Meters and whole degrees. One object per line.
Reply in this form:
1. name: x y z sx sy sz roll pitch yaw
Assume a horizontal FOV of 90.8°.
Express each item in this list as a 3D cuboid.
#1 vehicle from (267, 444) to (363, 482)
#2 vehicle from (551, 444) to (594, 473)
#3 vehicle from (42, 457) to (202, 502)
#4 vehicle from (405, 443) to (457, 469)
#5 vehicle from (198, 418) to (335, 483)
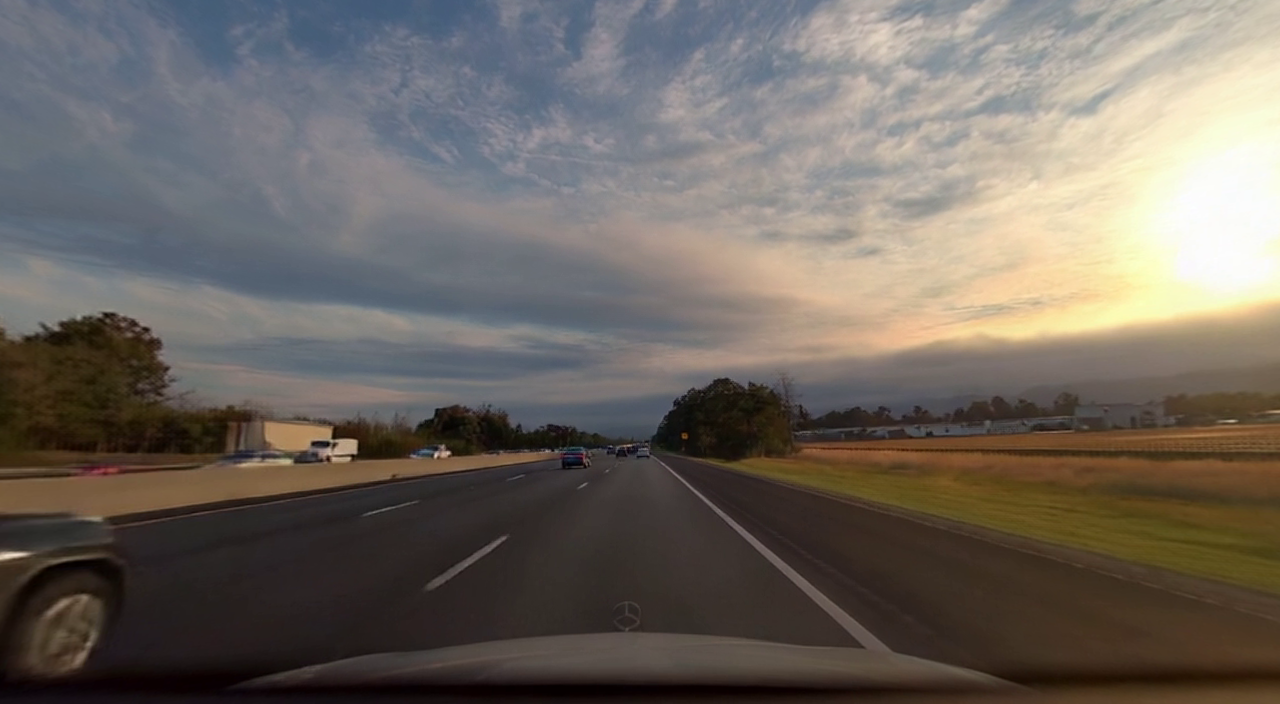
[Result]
1. vehicle: -15.709 5.371 30.862 2.100 1.678 4.963 0 -9 -1
2. vehicle: -3.804 6.065 36.246 1.954 1.541 4.079 0 -9 1
3. vehicle: -19.255 4.727 23.828 1.947 1.459 4.851 0 -9 0
4. vehicle: -15.556 7.744 47.159 2.204 1.768 4.787 0 -9 0
5. vehicle: -23.747 6.421 41.026 3.167 3.707 9.297 -1 -9 0
